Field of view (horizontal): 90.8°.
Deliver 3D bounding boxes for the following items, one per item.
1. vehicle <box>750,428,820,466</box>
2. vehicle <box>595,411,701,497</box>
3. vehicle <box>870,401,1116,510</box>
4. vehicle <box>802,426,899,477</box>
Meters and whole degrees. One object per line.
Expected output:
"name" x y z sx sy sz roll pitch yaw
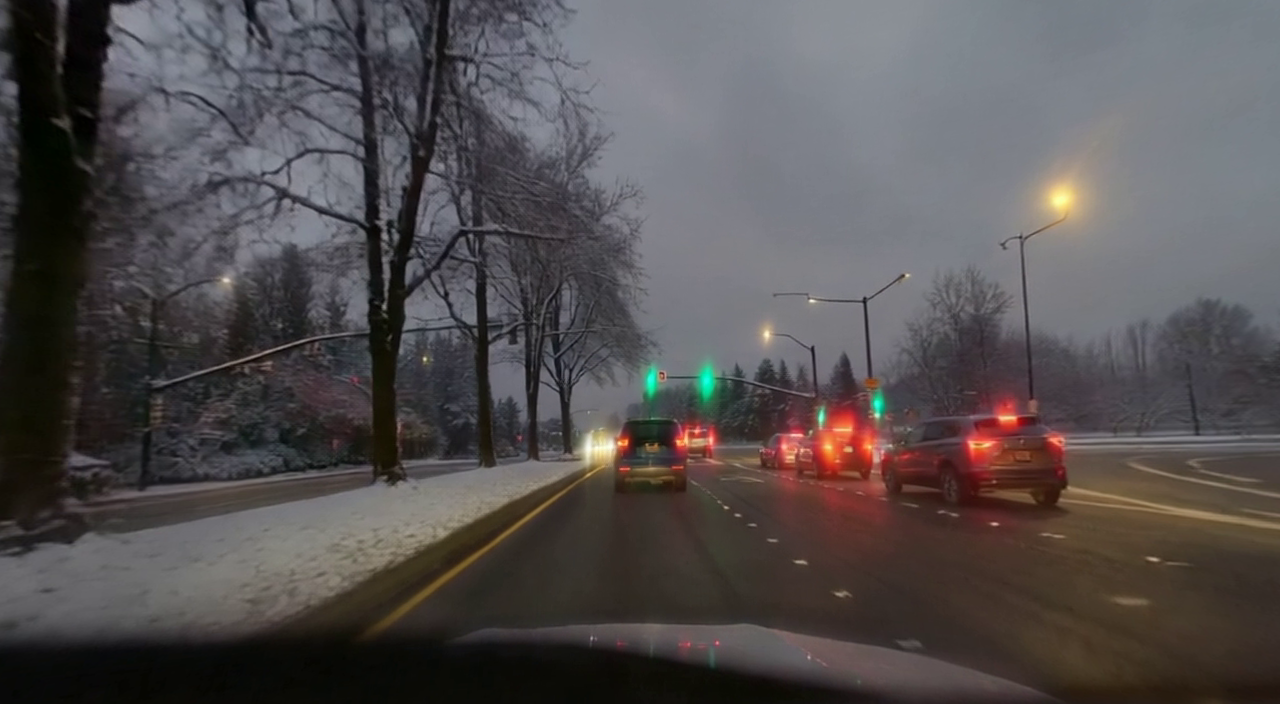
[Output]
"vehicle" 7.377 4.919 32.803 2.440 1.775 4.791 0 -9 -1
"vehicle" 0.166 2.570 16.157 2.353 1.894 4.122 0 -9 0
"vehicle" 7.126 2.202 13.728 2.251 1.873 5.346 0 -9 0
"vehicle" 7.360 3.540 22.587 2.025 1.642 4.189 0 -9 0
